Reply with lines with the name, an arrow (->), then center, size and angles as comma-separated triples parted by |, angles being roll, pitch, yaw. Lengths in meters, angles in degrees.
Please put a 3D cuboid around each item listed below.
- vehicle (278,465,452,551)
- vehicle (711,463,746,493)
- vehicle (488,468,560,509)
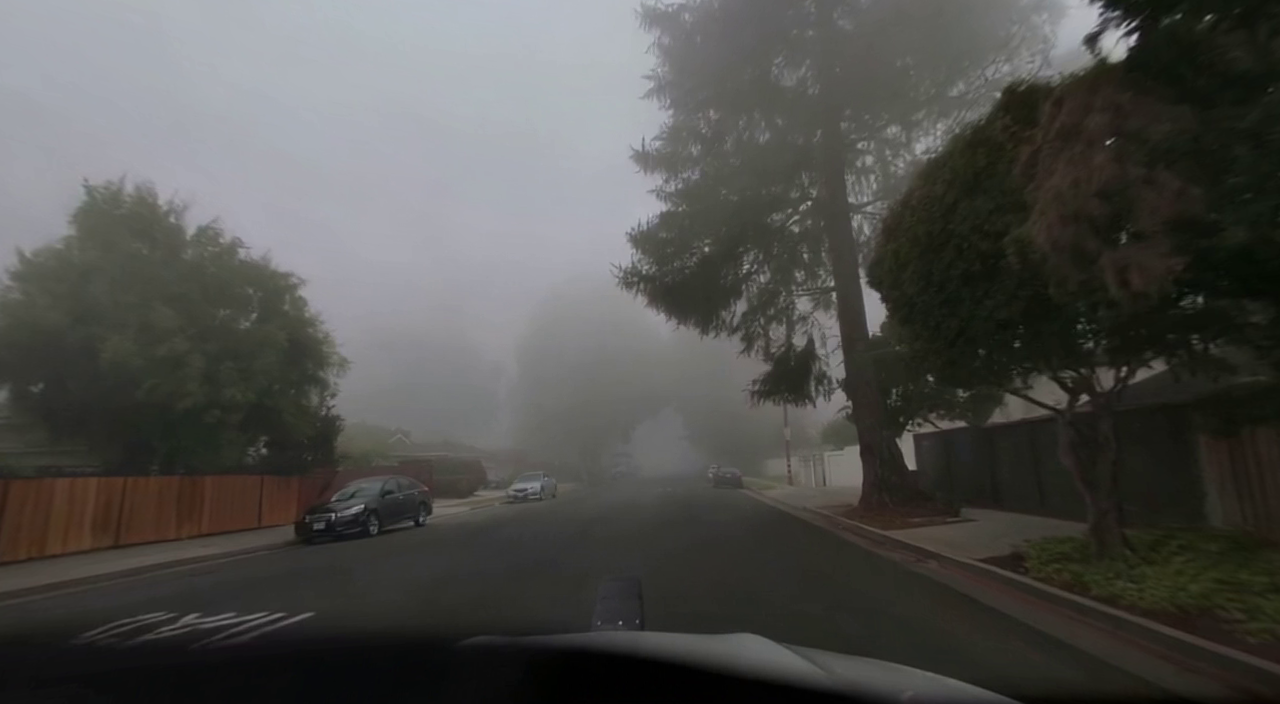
vehicle -> -6.591, 3.750, 15.820 | 2.061, 1.466, 4.660 | -4, -8, 4
vehicle -> 5.095, 7.269, 36.668 | 1.903, 1.500, 4.057 | -1, -9, 7
vehicle -> -5.440, 6.461, 30.269 | 2.062, 1.500, 4.629 | -4, -8, 6
